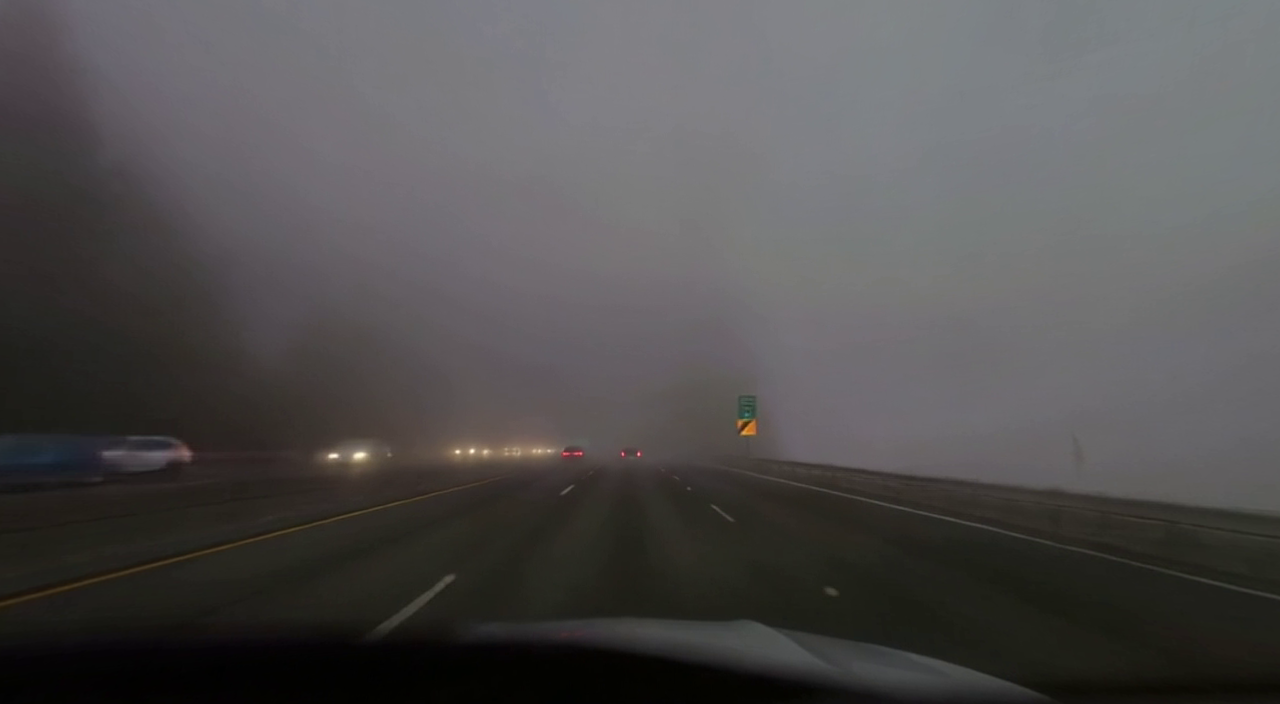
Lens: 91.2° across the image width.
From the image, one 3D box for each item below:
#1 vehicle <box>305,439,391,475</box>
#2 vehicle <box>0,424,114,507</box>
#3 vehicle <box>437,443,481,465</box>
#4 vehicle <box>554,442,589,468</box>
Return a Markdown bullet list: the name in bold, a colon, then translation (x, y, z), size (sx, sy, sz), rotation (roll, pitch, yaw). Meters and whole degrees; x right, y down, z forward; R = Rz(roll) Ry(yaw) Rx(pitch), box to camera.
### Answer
- **vehicle**: translation (-13.294, 4.807, 28.853), size (1.888, 1.491, 4.426), rotation (0, -9, -1)
- **vehicle**: translation (-12.940, 2.174, 12.039), size (2.169, 1.511, 4.002), rotation (0, -9, -1)
- **vehicle**: translation (-13.446, 7.608, 46.788), size (1.935, 1.542, 4.672), rotation (0, -9, -1)
- **vehicle**: translation (-4.736, 7.217, 43.967), size (2.098, 1.692, 4.038), rotation (0, -9, -2)
